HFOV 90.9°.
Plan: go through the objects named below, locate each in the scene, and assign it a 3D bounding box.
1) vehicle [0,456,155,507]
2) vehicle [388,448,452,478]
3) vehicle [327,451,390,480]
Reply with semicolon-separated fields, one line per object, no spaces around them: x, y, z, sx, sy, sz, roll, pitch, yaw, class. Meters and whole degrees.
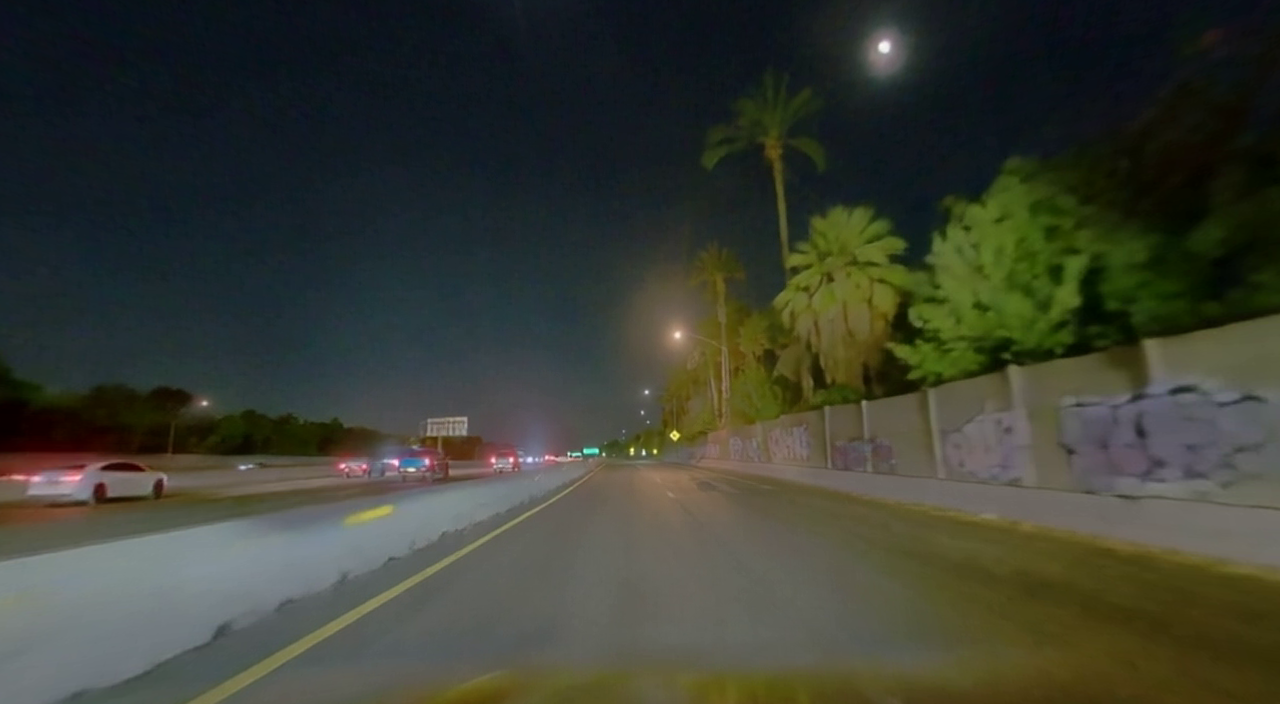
-22.803;5.143;25.596;2.158;1.795;5.013;0;-9;0;vehicle
-14.928;7.563;43.235;2.272;1.882;5.941;0;-9;-1;vehicle
-18.799;7.583;42.400;2.078;1.802;4.723;0;-9;-1;vehicle
